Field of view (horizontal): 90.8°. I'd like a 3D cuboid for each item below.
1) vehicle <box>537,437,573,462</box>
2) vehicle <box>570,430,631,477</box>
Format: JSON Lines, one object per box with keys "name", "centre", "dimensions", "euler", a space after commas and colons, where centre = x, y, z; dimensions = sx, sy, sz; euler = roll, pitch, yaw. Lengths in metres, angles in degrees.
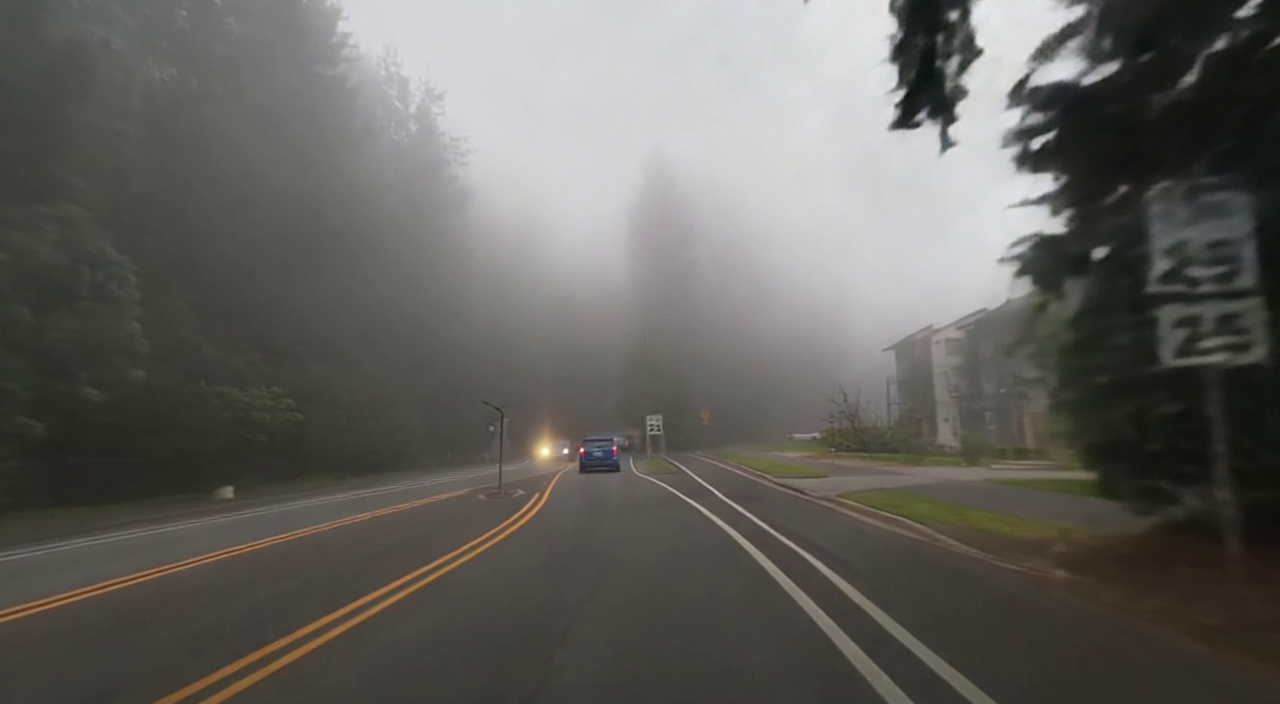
{"name": "vehicle", "centre": [-5.935, 6.869, 44.601], "dimensions": [2.087, 1.677, 4.467], "euler": [0, -9, -2]}
{"name": "vehicle", "centre": [-1.544, 4.050, 25.318], "dimensions": [2.216, 1.708, 4.110], "euler": [0, -9, -2]}
